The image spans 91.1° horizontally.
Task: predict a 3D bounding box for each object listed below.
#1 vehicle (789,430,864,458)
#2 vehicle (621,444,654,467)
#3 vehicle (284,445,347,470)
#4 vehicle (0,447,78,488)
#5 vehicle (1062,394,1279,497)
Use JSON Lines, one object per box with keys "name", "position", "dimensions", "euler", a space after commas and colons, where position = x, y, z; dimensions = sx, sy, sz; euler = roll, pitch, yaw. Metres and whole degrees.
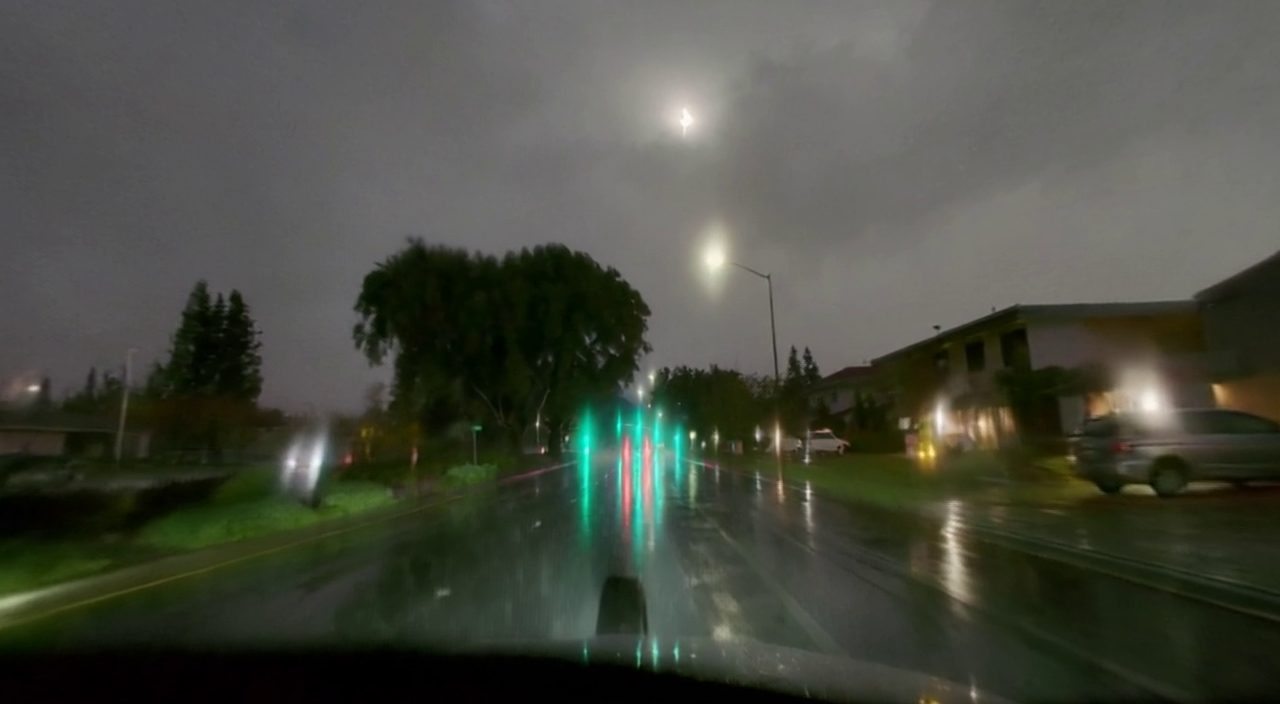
{"name": "vehicle", "position": [13.375, 6.630, 45.333], "dimensions": [4.739, 1.918, 2.071], "euler": [0, -8, 2]}
{"name": "vehicle", "position": [-0.177, 6.710, 40.912], "dimensions": [2.054, 1.456, 4.003], "euler": [0, -8, 0]}
{"name": "vehicle", "position": [-19.673, 6.387, 38.198], "dimensions": [1.836, 1.456, 3.647], "euler": [0, -8, 0]}
{"name": "vehicle", "position": [-24.130, 4.378, 23.990], "dimensions": [1.892, 1.455, 3.564], "euler": [0, -8, 1]}
{"name": "vehicle", "position": [12.243, 1.985, 13.373], "dimensions": [4.923, 2.019, 1.985], "euler": [0, -9, 2]}
